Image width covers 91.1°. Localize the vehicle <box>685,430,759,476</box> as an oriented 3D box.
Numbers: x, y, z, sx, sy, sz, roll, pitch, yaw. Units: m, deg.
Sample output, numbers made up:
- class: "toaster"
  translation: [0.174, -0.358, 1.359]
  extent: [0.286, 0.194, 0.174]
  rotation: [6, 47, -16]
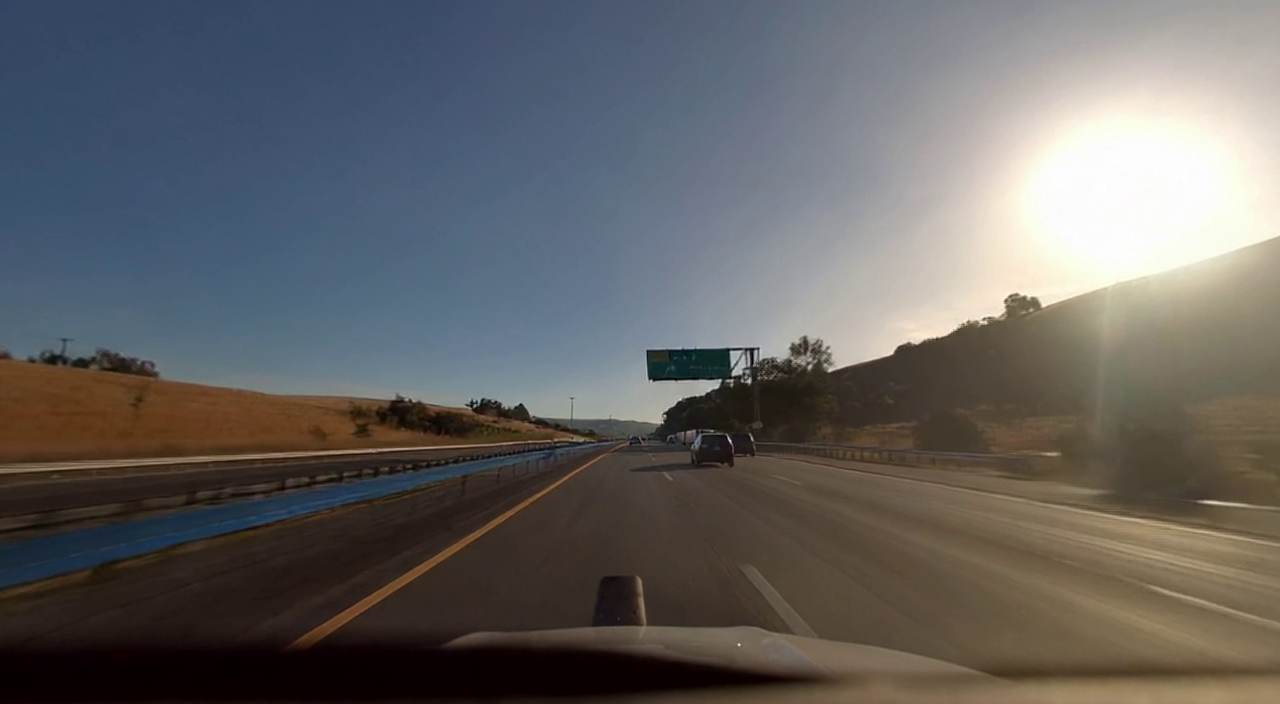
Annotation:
- class: "vehicle"
  translation: [2.962, 3.754, 23.734]
  extent: [2.084, 1.583, 4.420]
  rotation: [0, -8, -1]
